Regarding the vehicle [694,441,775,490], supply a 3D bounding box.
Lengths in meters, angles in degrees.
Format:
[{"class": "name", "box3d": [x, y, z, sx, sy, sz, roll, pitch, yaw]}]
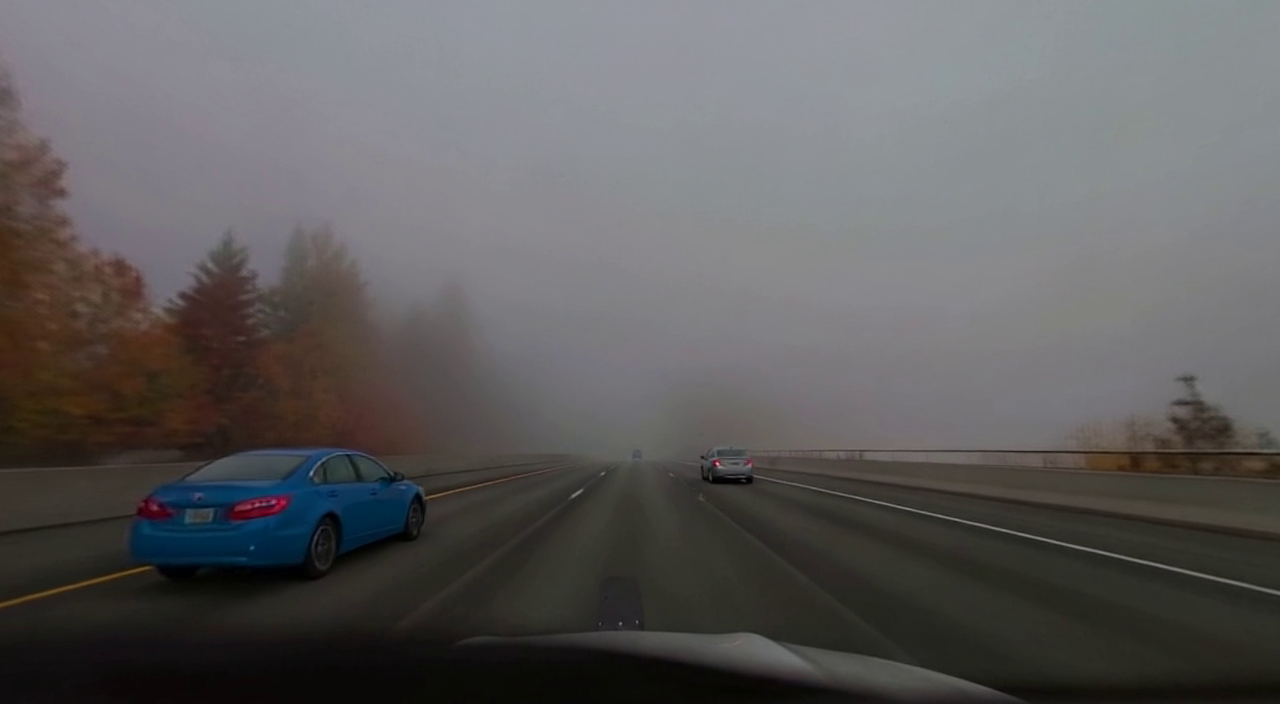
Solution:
[{"class": "vehicle", "box3d": [3.332, 4.115, 23.194, 2.146, 1.573, 4.661, 0, -9, -1]}]

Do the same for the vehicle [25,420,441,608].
[{"class": "vehicle", "box3d": [-4.096, 1.683, 7.502, 2.010, 1.550, 4.376, 0, -9, 0]}]
